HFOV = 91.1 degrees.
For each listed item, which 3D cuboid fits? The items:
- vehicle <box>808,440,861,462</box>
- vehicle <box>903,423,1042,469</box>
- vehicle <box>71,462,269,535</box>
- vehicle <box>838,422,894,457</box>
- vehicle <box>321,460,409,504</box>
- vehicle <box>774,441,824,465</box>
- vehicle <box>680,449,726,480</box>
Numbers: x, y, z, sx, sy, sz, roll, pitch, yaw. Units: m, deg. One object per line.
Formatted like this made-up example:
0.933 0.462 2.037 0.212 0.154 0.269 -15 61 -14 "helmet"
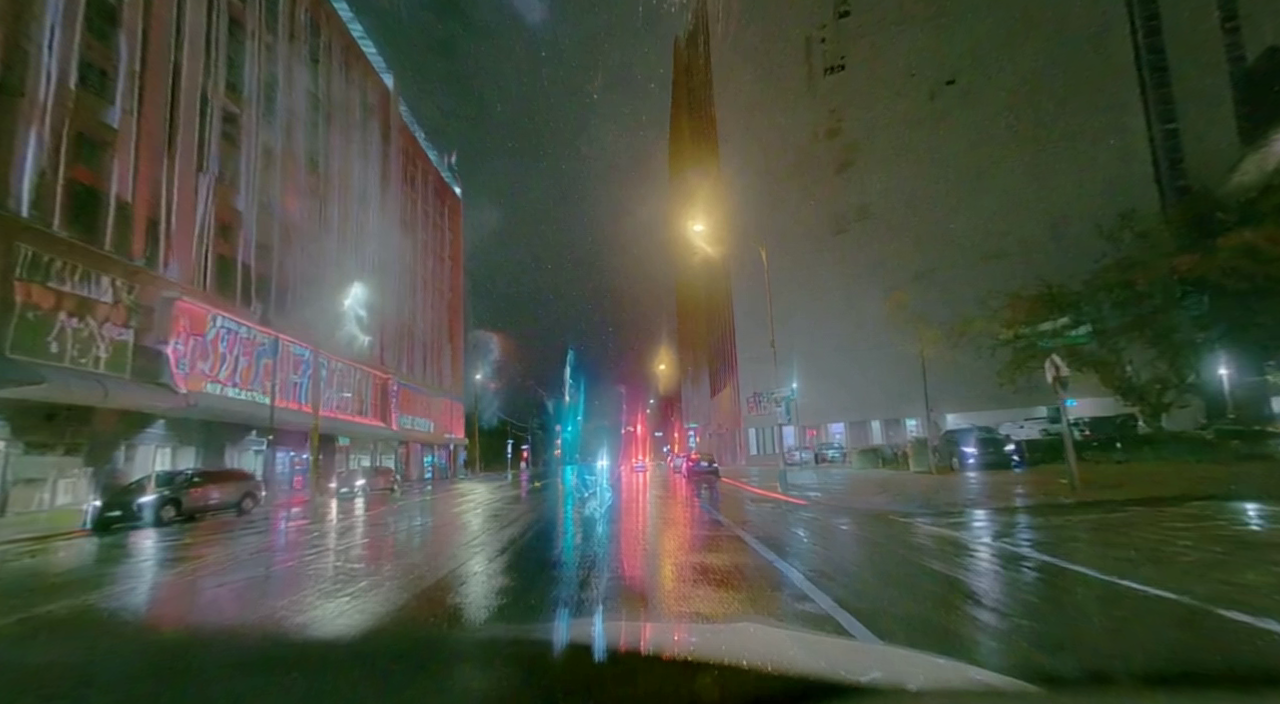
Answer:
13.302 6.817 43.254 1.819 1.450 4.707 1 -9 -5 "vehicle"
12.469 3.530 23.656 4.312 1.578 2.006 -6 -10 34 "vehicle"
-15.243 4.719 20.956 2.107 1.914 5.567 0 -9 3 "vehicle"
15.628 6.113 43.696 1.969 2.282 4.731 0 -9 -2 "vehicle"
-15.250 7.181 35.213 2.048 1.814 5.998 -8 -9 1 "vehicle"
10.973 6.988 43.604 1.956 1.514 4.862 0 -9 -3 "vehicle"
3.360 6.105 34.221 2.062 1.535 4.206 0 -9 0 "vehicle"
